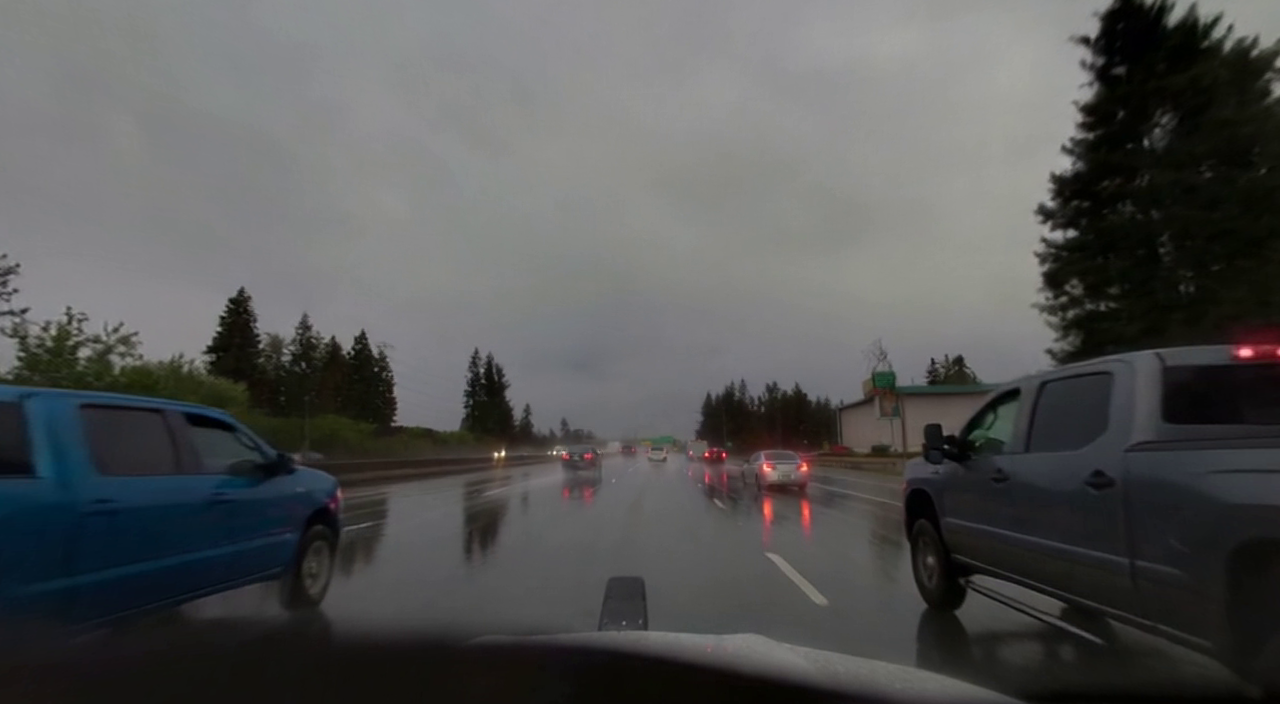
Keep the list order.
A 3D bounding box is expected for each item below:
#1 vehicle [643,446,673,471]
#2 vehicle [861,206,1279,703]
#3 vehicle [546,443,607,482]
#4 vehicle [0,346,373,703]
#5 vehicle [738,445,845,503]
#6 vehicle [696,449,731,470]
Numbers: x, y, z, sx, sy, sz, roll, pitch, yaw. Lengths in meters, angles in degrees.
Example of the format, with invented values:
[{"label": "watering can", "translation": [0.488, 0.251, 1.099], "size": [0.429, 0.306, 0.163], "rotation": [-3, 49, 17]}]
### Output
[{"label": "vehicle", "translation": [1.321, 7.682, 45.780], "size": [2.080, 1.682, 4.150], "rotation": [0, -8, 1]}, {"label": "vehicle", "translation": [3.562, 0.720, 2.786], "size": [3.024, 2.092, 6.797], "rotation": [-1, -8, 3]}, {"label": "vehicle", "translation": [-2.918, 5.192, 30.017], "size": [2.209, 1.714, 4.576], "rotation": [-1, -8, 3]}, {"label": "vehicle", "translation": [-3.732, 1.030, 3.717], "size": [2.146, 1.775, 4.553], "rotation": [0, -8, 3]}, {"label": "vehicle", "translation": [4.314, 3.529, 18.809], "size": [2.111, 1.498, 4.466], "rotation": [0, -8, 1]}, {"label": "vehicle", "translation": [5.329, 7.805, 46.002], "size": [2.072, 1.456, 4.537], "rotation": [0, -8, 1]}]
